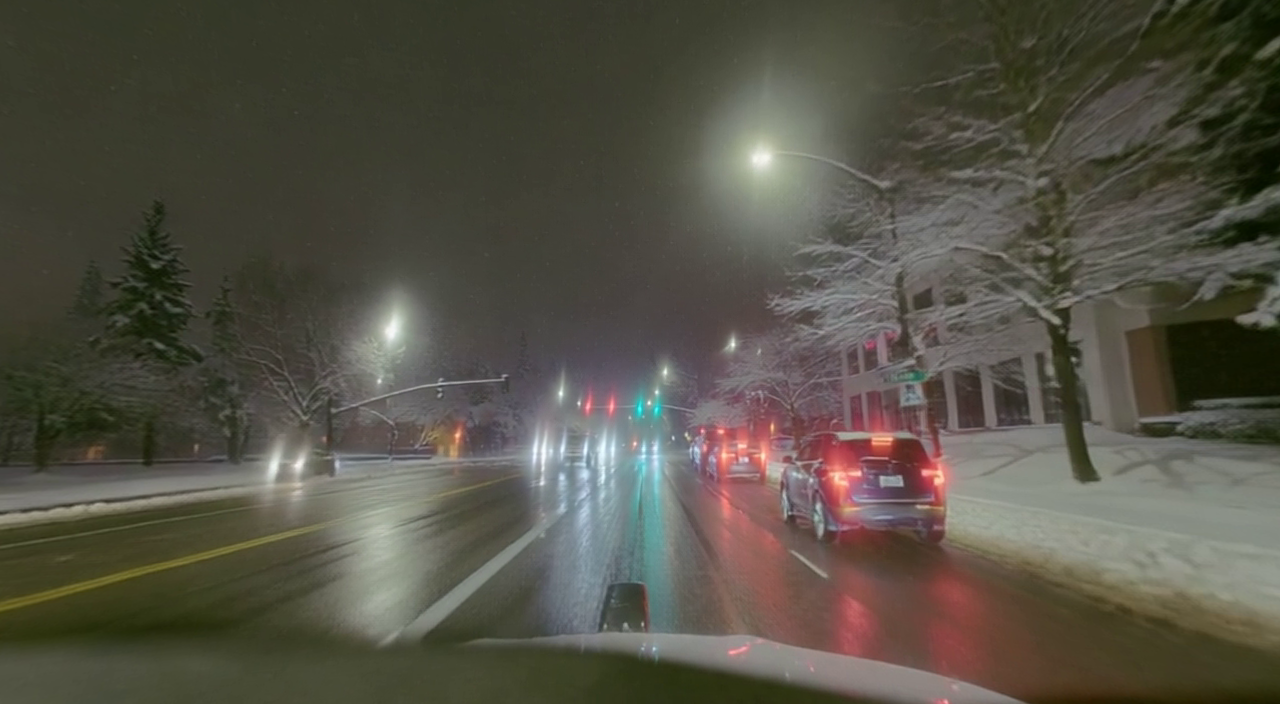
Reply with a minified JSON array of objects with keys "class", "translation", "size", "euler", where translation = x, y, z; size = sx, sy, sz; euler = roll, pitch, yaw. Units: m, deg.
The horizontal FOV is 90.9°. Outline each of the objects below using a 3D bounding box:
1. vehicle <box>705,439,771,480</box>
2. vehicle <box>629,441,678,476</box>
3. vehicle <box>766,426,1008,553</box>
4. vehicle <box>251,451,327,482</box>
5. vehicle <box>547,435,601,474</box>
[{"class":"vehicle","translation":[3.797,4.236,25.127],"size":[1.913,1.463,4.198],"euler":[0,-8,-1]},{"class":"vehicle","translation":[0.560,4.629,27.665],"size":[1.971,1.433,3.923],"euler":[0,-8,1]},{"class":"vehicle","translation":[3.350,1.948,9.654],"size":[1.948,1.474,4.360],"euler":[0,-8,0]},{"class":"vehicle","translation":[-22.323,7.274,40.350],"size":[2.025,1.802,4.848],"euler":[0,-8,0]},{"class":"vehicle","translation":[-3.067,4.879,30.240],"size":[2.023,1.720,4.452],"euler":[0,-8,1]}]
